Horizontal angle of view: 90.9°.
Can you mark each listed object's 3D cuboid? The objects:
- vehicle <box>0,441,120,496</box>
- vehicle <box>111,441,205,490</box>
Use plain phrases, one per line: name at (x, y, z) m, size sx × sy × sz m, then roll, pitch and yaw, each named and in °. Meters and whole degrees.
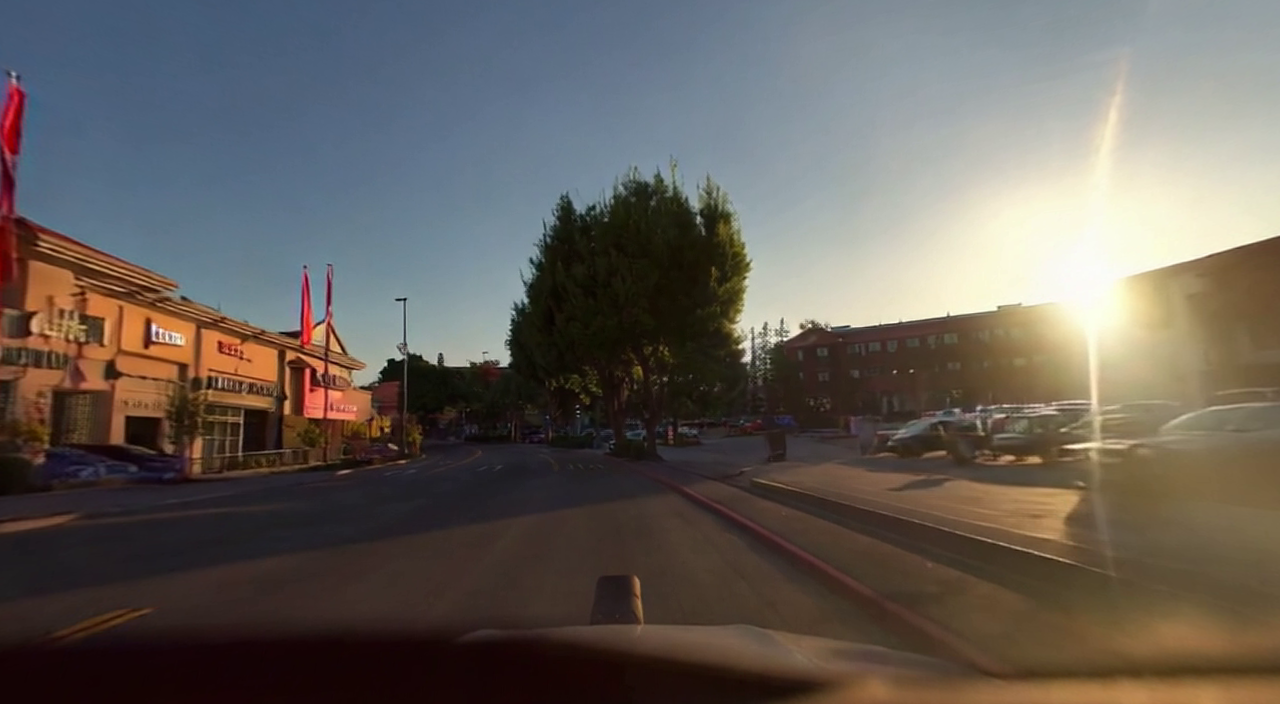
vehicle at (-19.782, 3.913, 21.612) m, size 1.907 × 1.642 × 4.020 m, roll 3°, pitch -9°, yaw -25°
vehicle at (-17.078, 3.973, 22.464) m, size 1.778 × 1.584 × 2.802 m, roll 2°, pitch -8°, yaw -19°
